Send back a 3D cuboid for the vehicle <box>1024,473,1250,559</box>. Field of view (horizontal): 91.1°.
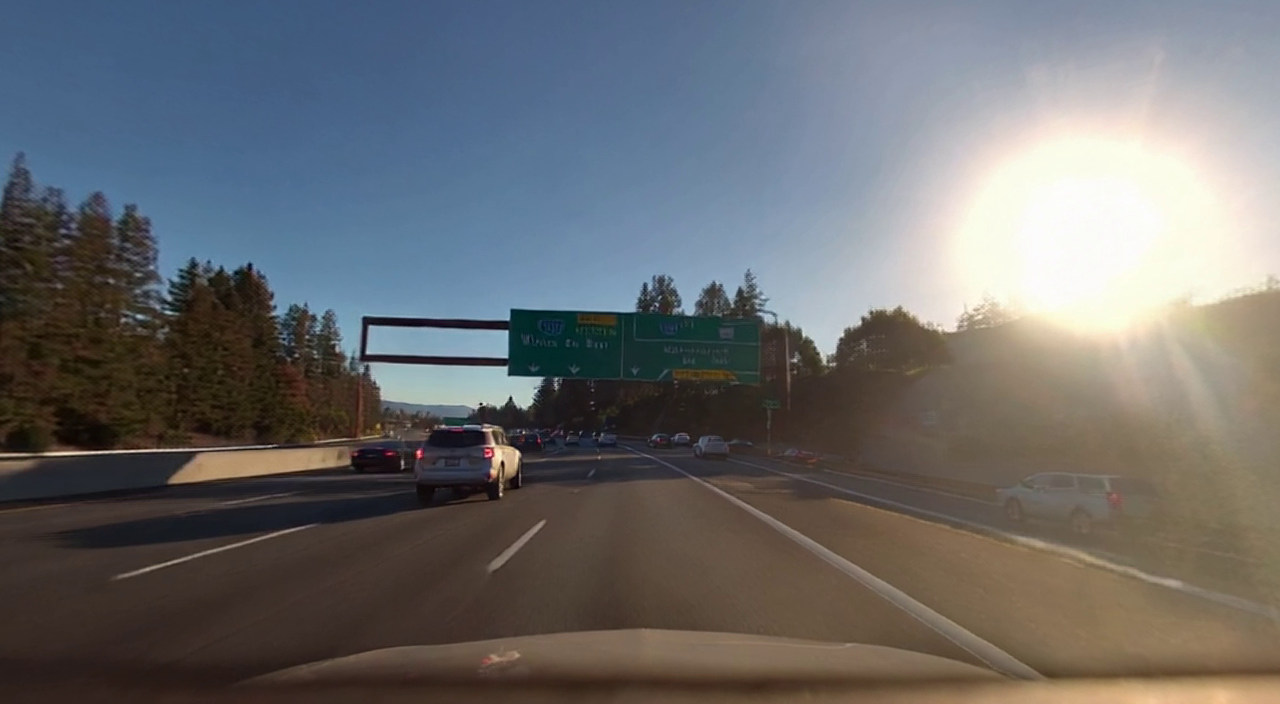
[{"bbox_3d":[14.945,4.898,19.509,2.179,1.976,5.545,1,-8,-4],"label":"vehicle"}]

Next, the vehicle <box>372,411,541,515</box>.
[{"bbox_3d":[-3.570,2.283,13.443,2.142,1.789,5.009,0,-8,0],"label":"vehicle"}]
